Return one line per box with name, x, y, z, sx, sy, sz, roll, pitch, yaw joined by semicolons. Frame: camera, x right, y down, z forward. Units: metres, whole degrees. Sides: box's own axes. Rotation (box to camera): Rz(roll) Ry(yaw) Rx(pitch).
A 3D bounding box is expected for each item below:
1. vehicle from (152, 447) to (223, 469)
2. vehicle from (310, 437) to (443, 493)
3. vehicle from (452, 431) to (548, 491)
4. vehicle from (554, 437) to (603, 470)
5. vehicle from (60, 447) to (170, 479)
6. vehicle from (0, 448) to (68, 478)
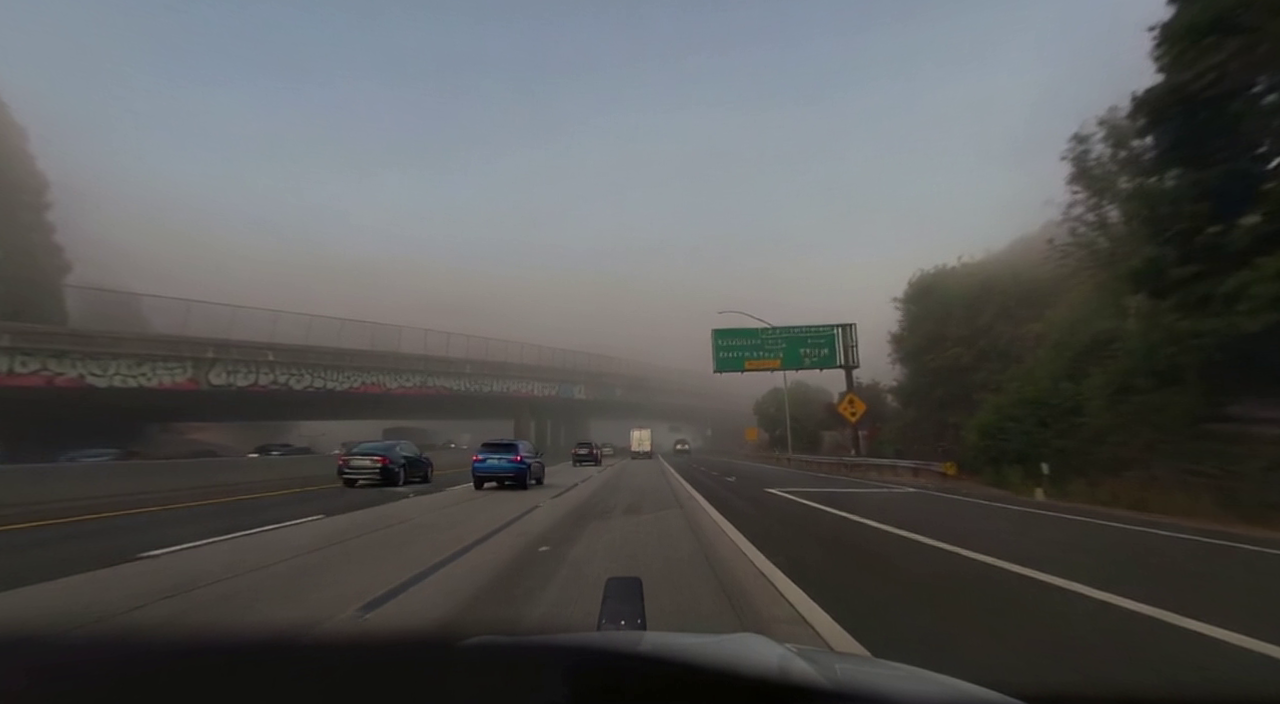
vehicle;-34.704;8.118;48.322;1.856;1.611;4.750;0;-9;1
vehicle;-7.746;3.353;19.056;1.917;1.449;4.727;1;-9;1
vehicle;-4.189;3.323;19.450;1.969;1.633;3.962;1;-9;1
vehicle;-3.314;5.575;34.608;2.154;1.693;4.394;1;-9;1
vehicle;-27.627;5.805;33.239;1.879;1.550;4.421;0;-9;1
vehicle;-35.104;6.172;35.062;1.876;1.525;4.675;1;-9;0
